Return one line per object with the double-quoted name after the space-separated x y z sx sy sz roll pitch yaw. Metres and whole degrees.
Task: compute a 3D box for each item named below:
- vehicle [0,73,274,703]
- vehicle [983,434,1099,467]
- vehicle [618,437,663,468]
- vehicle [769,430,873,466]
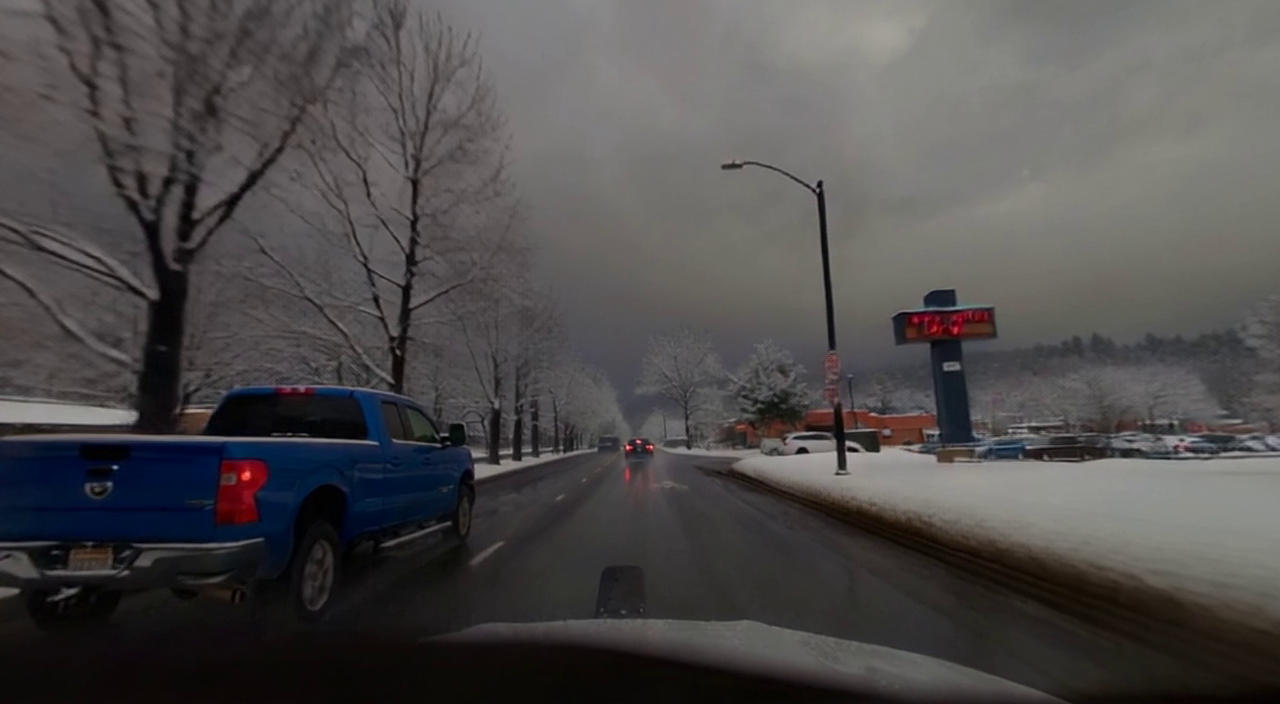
-3.510 0.182 0.833 2.733 2.495 5.037 0 -8 3 "vehicle"
20.531 5.039 32.371 4.836 1.567 2.051 -5 -10 31 "vehicle"
0.023 5.318 33.359 2.191 1.530 4.470 0 -8 0 "vehicle"
9.403 4.988 32.627 5.109 1.735 1.997 4 -9 -25 "vehicle"
